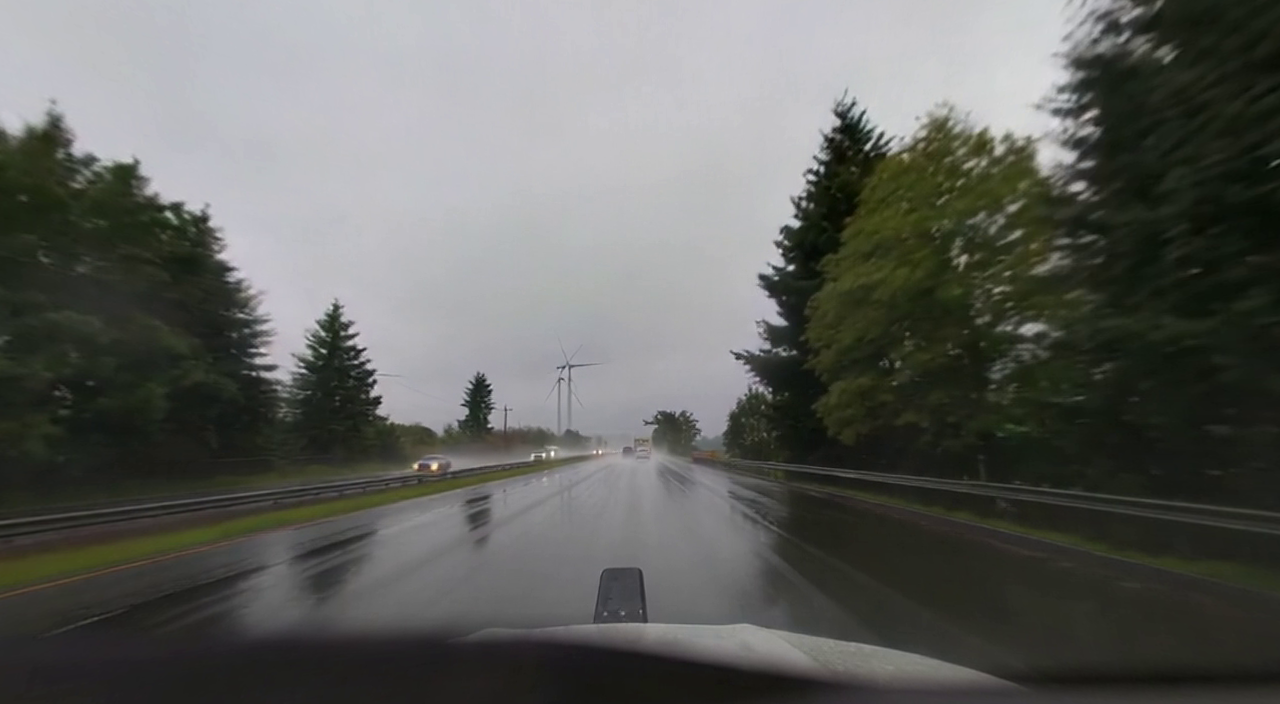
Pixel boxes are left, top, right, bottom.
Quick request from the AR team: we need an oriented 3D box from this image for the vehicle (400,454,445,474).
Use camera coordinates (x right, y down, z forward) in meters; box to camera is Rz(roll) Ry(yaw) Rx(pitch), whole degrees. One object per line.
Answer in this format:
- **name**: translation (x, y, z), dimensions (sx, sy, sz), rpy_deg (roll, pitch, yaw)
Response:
- **vehicle**: translation (-16.266, 8.387, 47.332), dimensions (1.855, 1.450, 4.087), rpy_deg (0, -9, 1)
